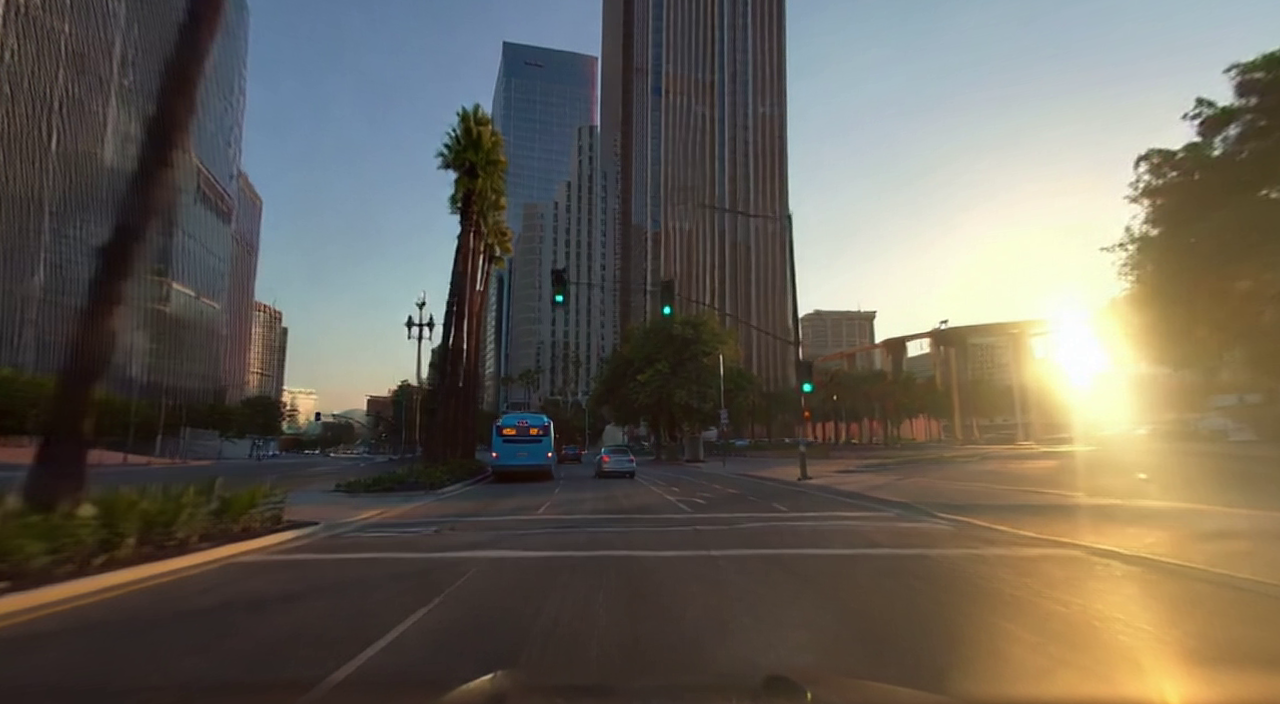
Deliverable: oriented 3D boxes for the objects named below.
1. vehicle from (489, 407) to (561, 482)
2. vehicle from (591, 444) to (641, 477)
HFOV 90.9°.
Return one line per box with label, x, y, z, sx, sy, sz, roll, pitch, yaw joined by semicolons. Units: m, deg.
vehicle;-5.246;4.431;30.249;2.678;3.042;8.474;1;-8;-6
vehicle;-1.230;5.282;30.935;2.107;1.481;4.097;1;-9;-7
